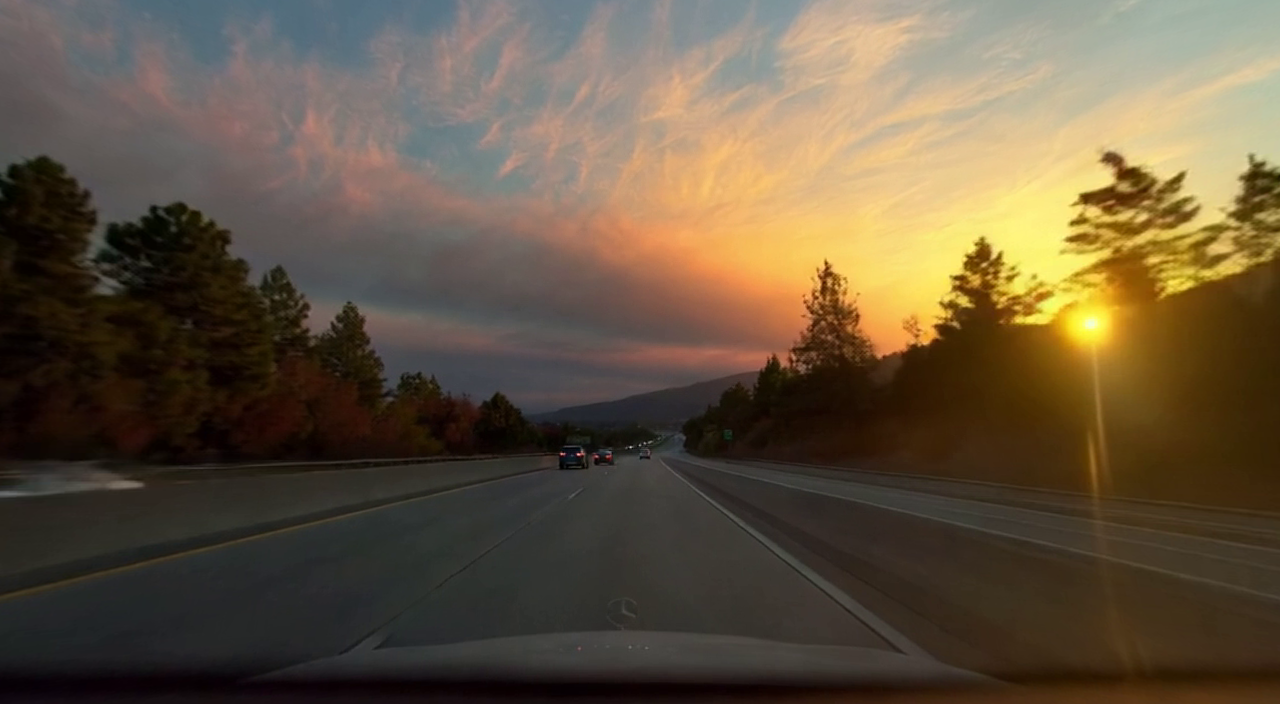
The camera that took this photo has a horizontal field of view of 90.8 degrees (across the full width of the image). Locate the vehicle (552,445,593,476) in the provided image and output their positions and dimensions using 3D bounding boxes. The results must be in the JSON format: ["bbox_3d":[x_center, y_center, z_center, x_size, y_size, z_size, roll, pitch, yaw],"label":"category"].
[{"bbox_3d":[-3.743,6.128,35.826,1.846,1.600,4.108,0,-9,1],"label":"vehicle"}]
